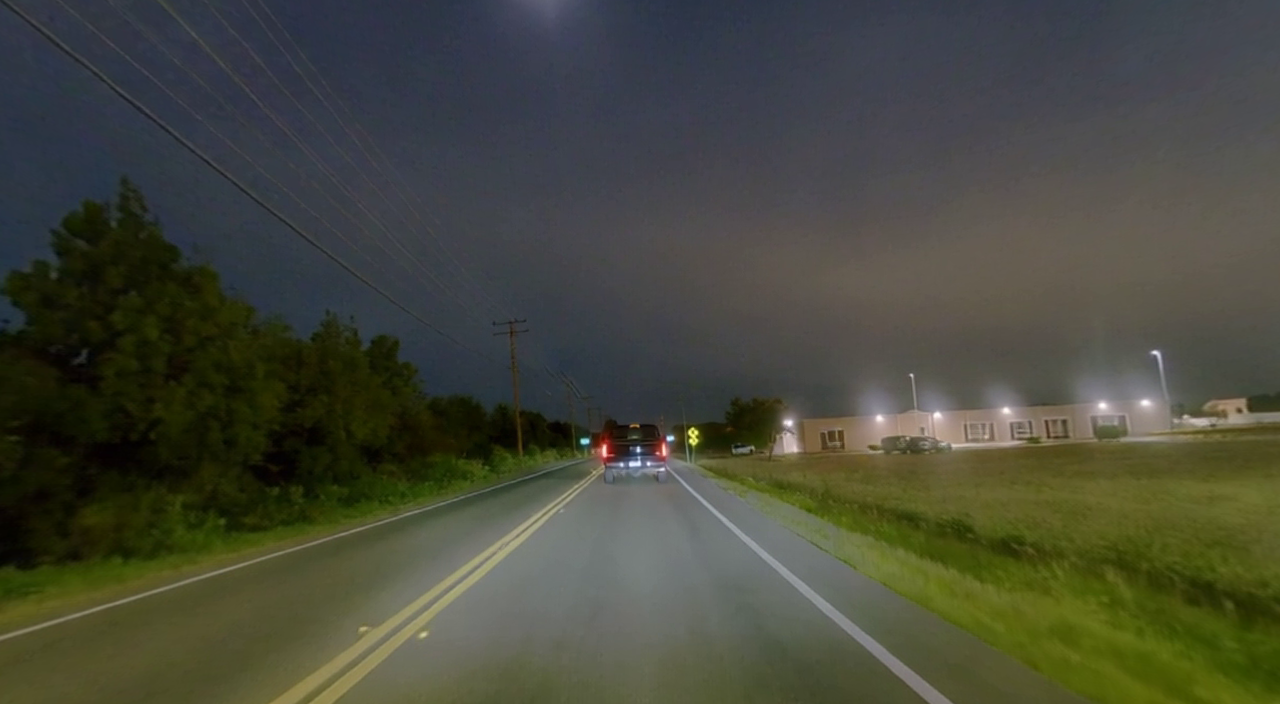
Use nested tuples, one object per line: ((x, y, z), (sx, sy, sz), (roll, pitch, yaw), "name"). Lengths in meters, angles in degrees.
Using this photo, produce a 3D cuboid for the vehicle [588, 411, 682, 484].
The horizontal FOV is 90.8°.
((-0.259, 3.599, 23.980), (3.021, 2.326, 7.410), (0, -8, -1), "vehicle")
